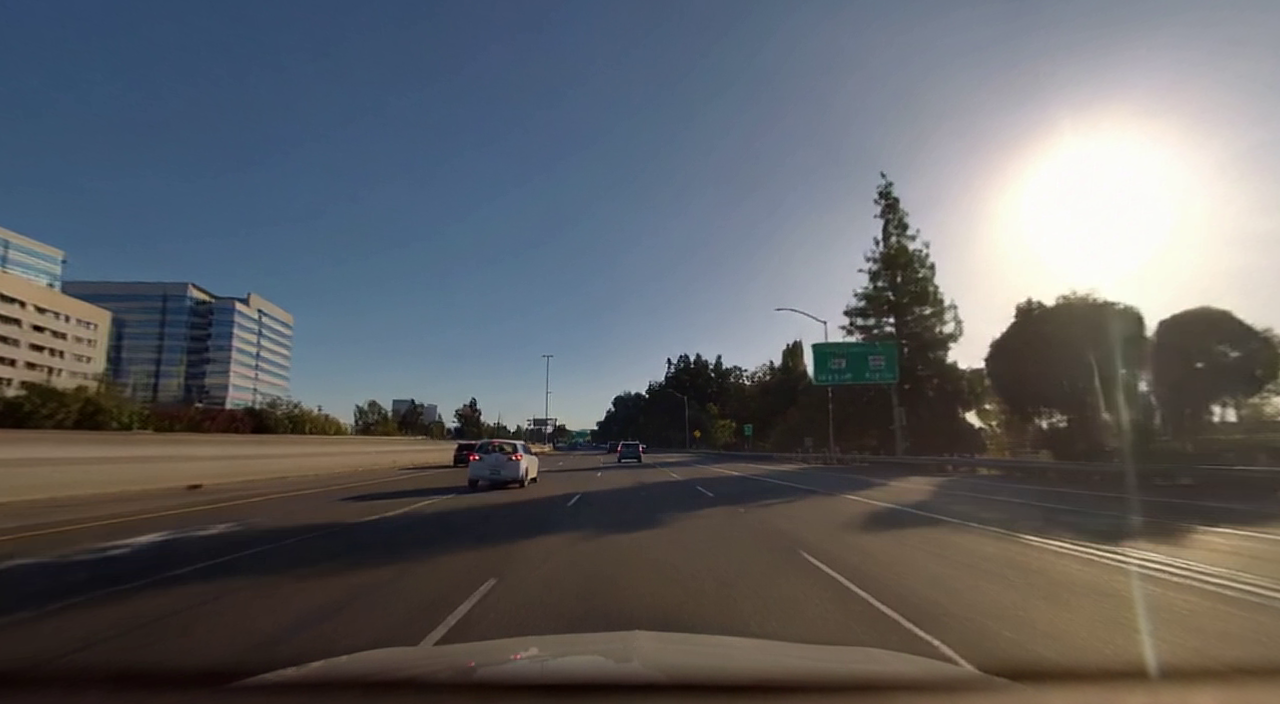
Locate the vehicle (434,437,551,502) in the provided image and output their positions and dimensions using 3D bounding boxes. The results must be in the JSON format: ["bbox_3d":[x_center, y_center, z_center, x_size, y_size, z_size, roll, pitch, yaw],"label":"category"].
[{"bbox_3d":[-3.954,3.235,17.968,2.140,1.574,4.946,0,-8,0],"label":"vehicle"}]

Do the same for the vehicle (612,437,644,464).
[{"bbox_3d":[-0.872,7.356,47.191,2.269,1.924,4.596,0,-8,-1],"label":"vehicle"}]
